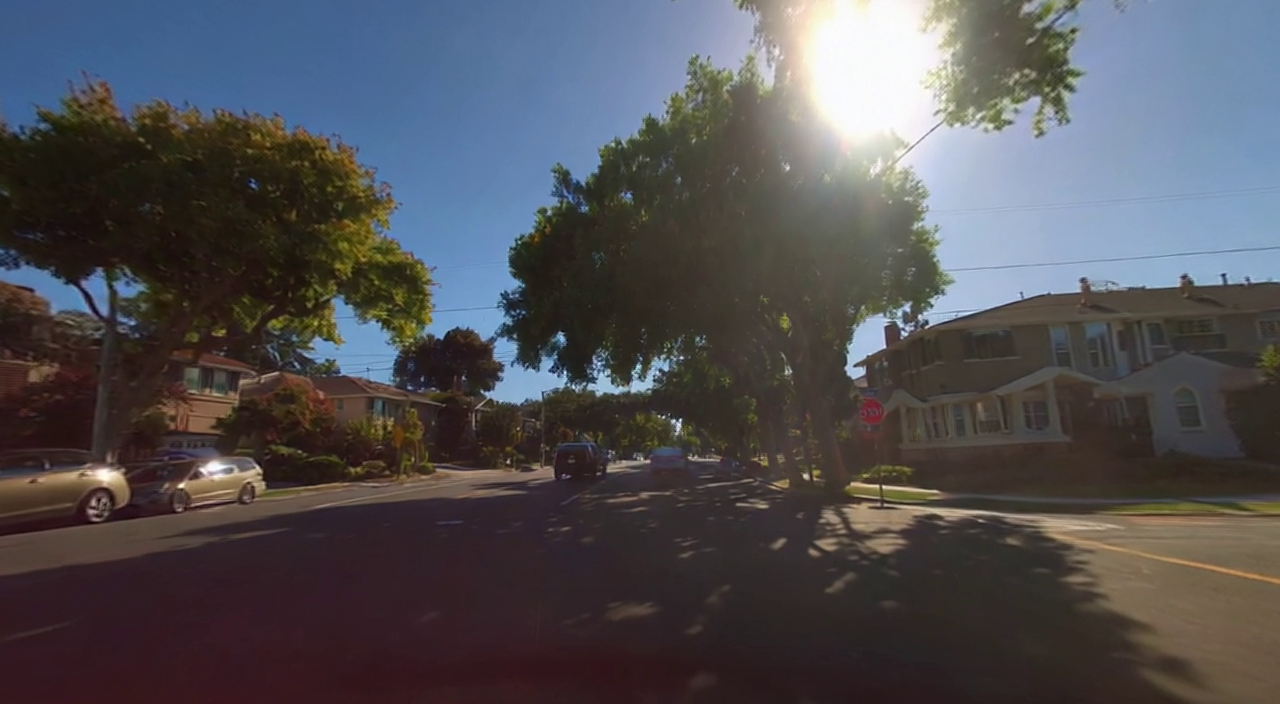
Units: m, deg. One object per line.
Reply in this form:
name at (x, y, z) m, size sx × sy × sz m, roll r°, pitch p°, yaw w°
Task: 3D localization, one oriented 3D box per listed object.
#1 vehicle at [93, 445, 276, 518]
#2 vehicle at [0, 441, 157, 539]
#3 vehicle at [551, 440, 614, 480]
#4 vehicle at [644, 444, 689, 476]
vehicle at (-13.772, 3.932, 19.511) m, size 2.076 × 1.864 × 4.730 m, roll -3°, pitch -10°, yaw 1°
vehicle at (-14.117, 3.037, 13.900) m, size 2.191 × 1.980 × 5.888 m, roll -4°, pitch -9°, yaw 1°
vehicle at (-2.605, 4.999, 29.518) m, size 2.178 × 1.695 × 4.339 m, roll -1°, pitch -8°, yaw 5°
vehicle at (1.402, 5.405, 31.748) m, size 1.955 × 1.459 × 4.383 m, roll -1°, pitch -8°, yaw 6°
